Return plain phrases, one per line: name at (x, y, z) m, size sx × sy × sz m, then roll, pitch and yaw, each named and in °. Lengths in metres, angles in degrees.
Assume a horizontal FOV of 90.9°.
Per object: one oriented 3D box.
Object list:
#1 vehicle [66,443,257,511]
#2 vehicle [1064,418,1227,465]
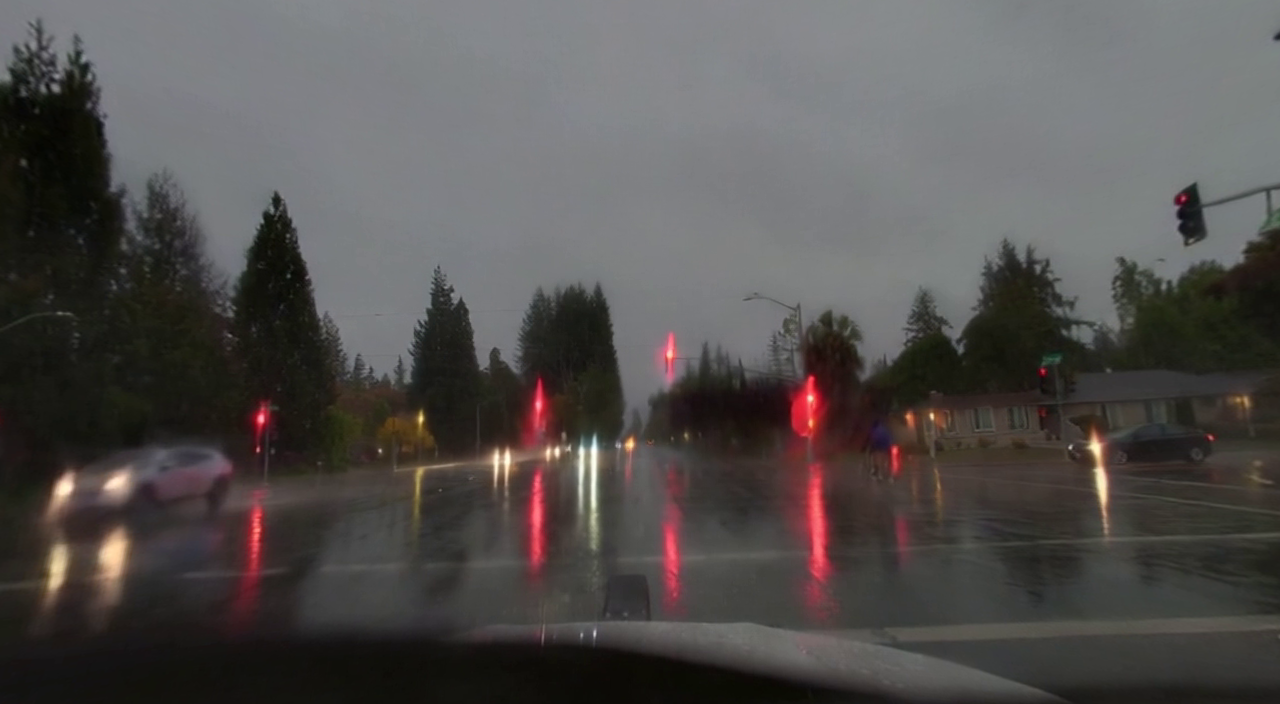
vehicle at (-14.139, 3.671, 19.075) m, size 2.148 × 1.753 × 4.558 m, roll 0°, pitch -9°, yaw 0°
vehicle at (17.326, 3.096, 21.752) m, size 3.969 × 1.493 × 1.823 m, roll 0°, pitch -9°, yaw 1°
